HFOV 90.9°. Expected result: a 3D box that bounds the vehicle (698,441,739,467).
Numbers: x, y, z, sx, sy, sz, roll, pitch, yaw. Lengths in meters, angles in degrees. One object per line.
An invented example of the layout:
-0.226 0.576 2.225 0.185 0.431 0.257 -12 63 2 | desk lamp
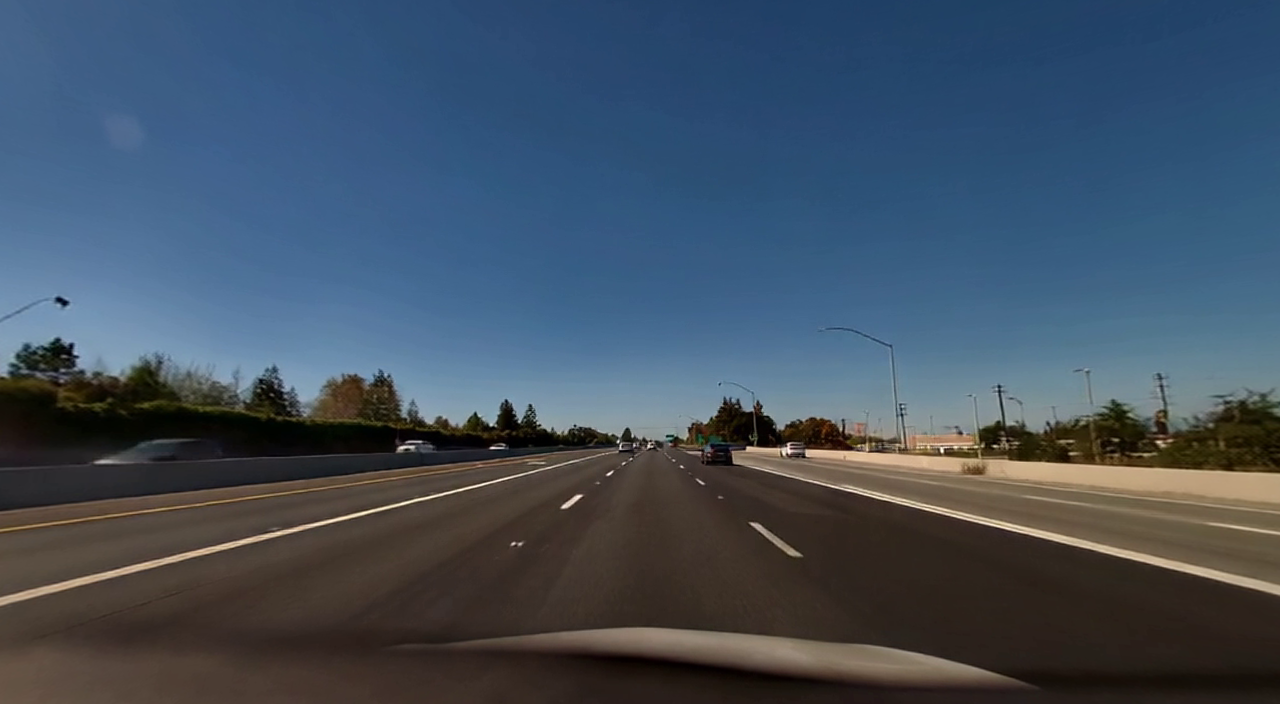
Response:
4.718 6.177 38.460 1.912 1.478 4.125 0 -8 0 | vehicle

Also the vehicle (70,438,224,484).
-17.539 3.883 22.740 2.170 1.482 4.085 0 -8 1 | vehicle
